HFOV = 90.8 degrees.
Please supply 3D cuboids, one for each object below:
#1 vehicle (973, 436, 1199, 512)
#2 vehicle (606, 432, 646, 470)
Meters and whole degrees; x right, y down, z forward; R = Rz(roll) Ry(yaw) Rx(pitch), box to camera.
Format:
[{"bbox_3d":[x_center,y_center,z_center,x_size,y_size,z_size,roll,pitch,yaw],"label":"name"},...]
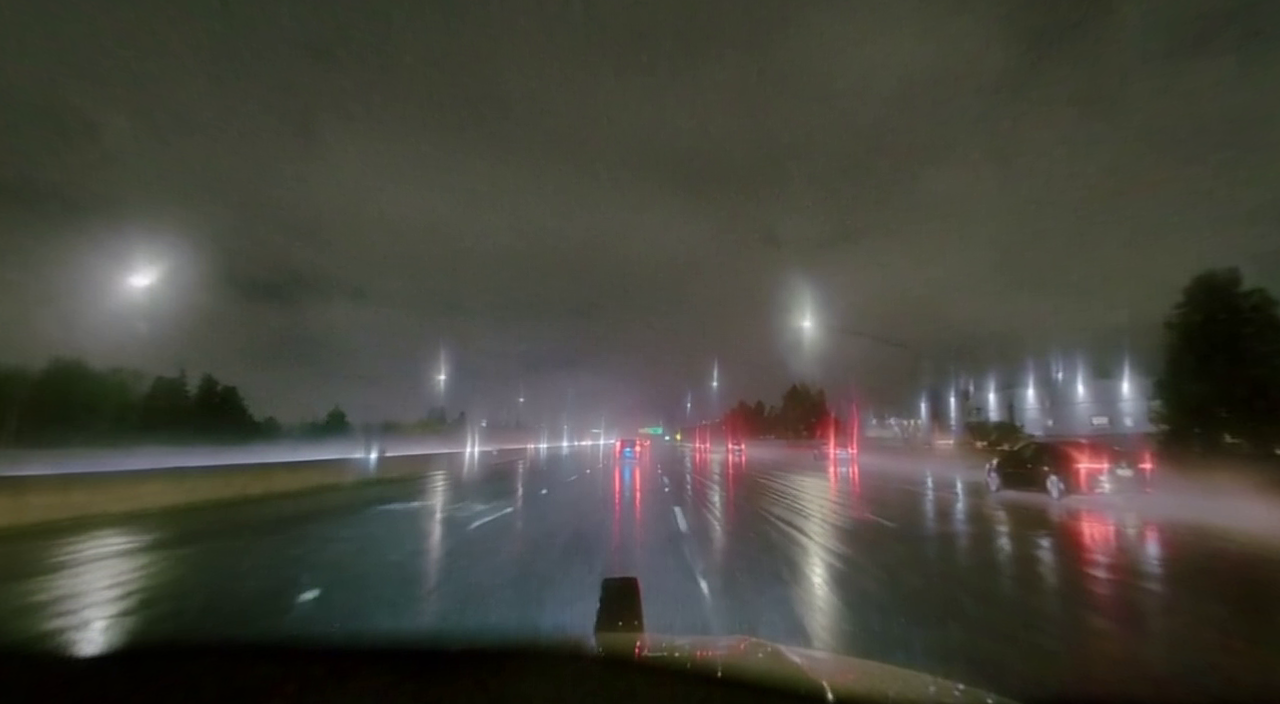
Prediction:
[{"bbox_3d":[9.810,2.692,14.471,1.900,1.432,4.519,0,-8,0],"label":"vehicle"},{"bbox_3d":[-0.653,5.194,33.126,1.893,1.827,4.513,0,-8,1],"label":"vehicle"}]
